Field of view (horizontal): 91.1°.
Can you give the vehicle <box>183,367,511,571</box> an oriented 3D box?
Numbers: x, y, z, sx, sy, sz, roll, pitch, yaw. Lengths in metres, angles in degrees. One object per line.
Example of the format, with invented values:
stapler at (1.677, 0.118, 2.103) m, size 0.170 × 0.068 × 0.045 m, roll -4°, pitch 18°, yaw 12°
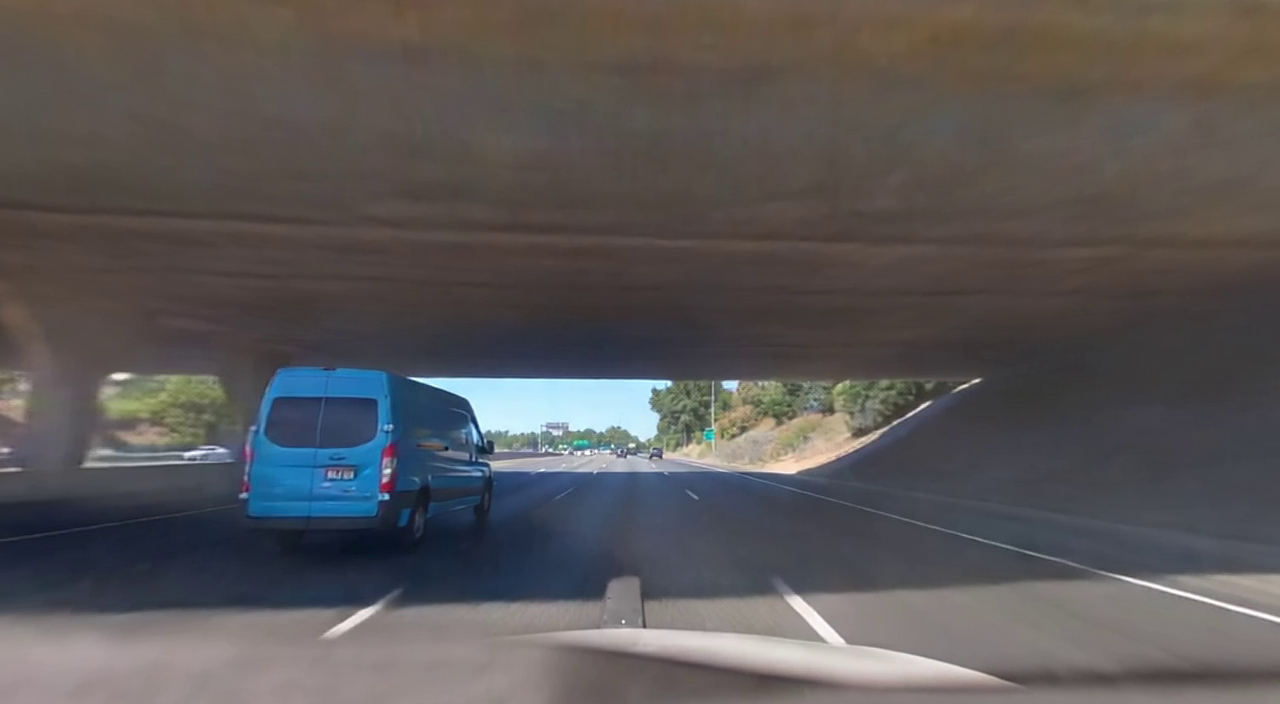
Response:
vehicle at (-3.797, 1.687, 9.714) m, size 2.372 × 2.248 × 5.393 m, roll 0°, pitch -9°, yaw 1°
